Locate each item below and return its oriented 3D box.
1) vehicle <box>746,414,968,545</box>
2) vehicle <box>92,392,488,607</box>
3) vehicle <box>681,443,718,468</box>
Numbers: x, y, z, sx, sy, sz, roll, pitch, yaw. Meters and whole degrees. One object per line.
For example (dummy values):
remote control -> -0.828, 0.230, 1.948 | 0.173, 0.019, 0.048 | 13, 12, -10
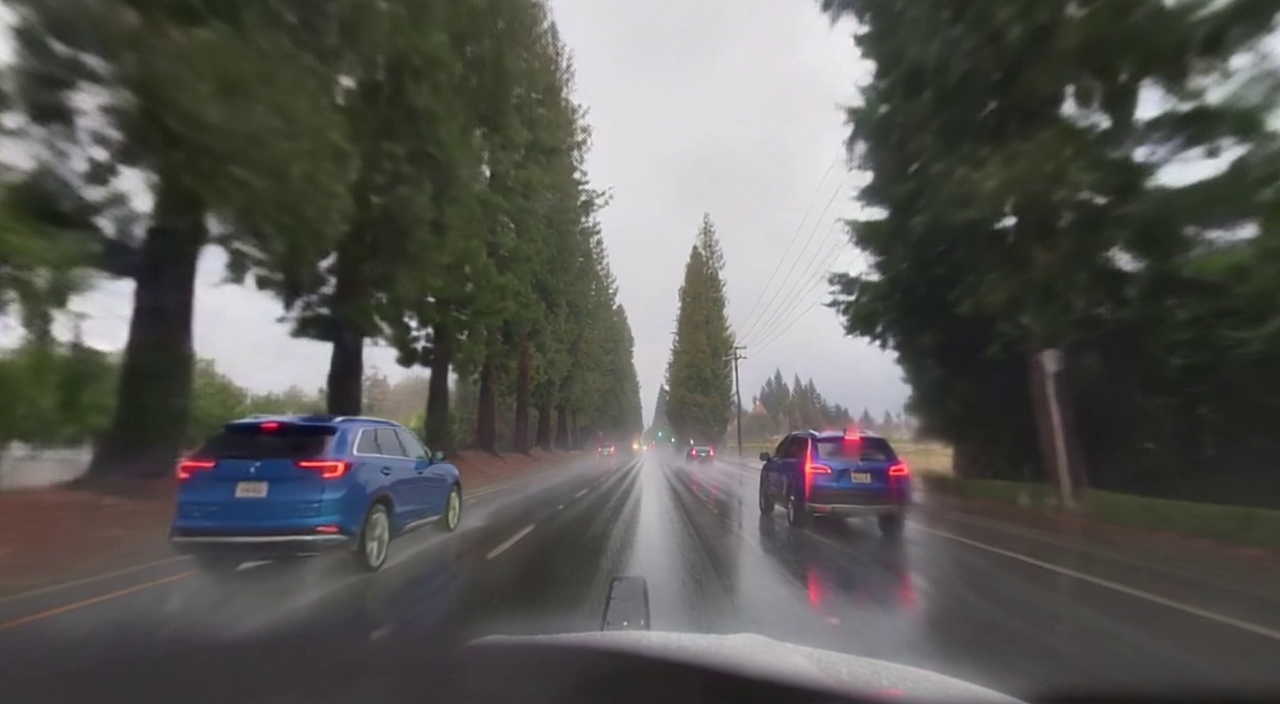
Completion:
vehicle -> 3.305, 2.049, 10.777 | 2.182, 1.744, 4.464 | 0, -8, 0
vehicle -> -3.488, 1.563, 7.600 | 2.104, 1.785, 4.494 | 0, -8, 1
vehicle -> 3.805, 6.687, 40.898 | 1.906, 1.468, 4.422 | 0, -8, -1
